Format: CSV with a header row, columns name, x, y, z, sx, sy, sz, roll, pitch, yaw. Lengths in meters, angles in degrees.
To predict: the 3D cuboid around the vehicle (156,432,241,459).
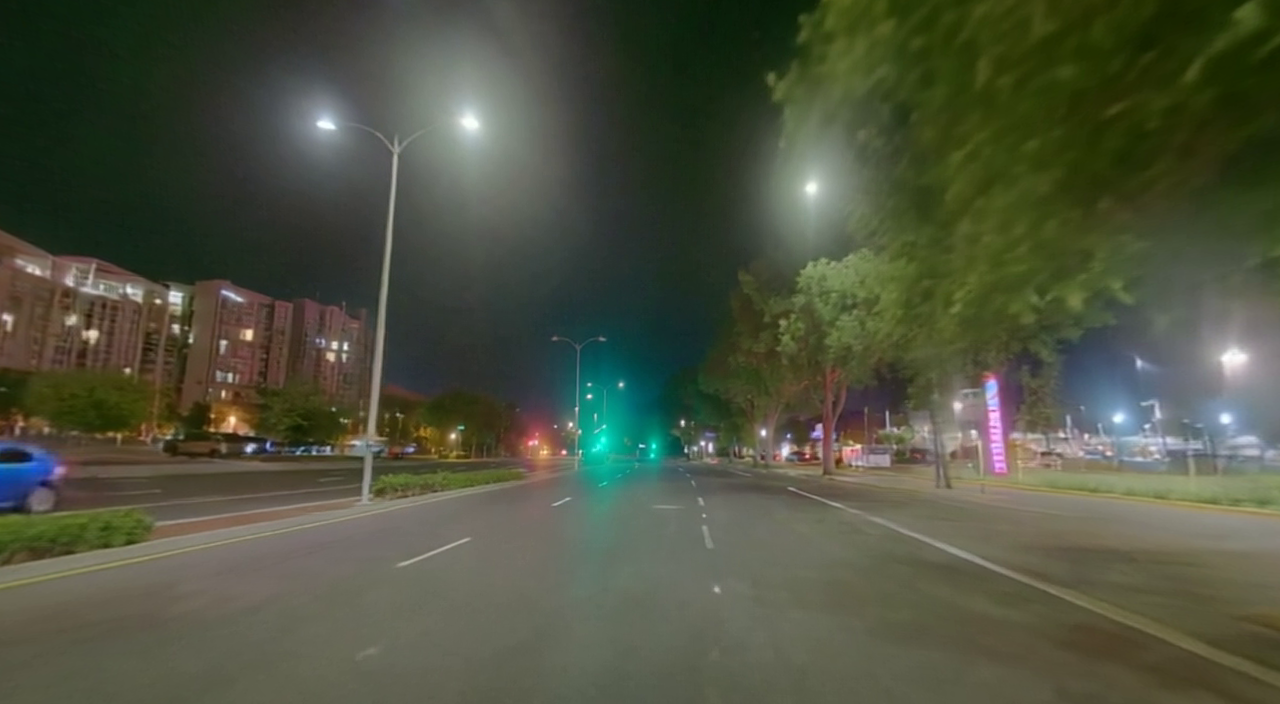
name,x,y,z,sx,sy,sz,roll,pitch,yaw
vehicle,-32.893,6.981,47.216,4.579,1.962,2.161,2,-9,-16
